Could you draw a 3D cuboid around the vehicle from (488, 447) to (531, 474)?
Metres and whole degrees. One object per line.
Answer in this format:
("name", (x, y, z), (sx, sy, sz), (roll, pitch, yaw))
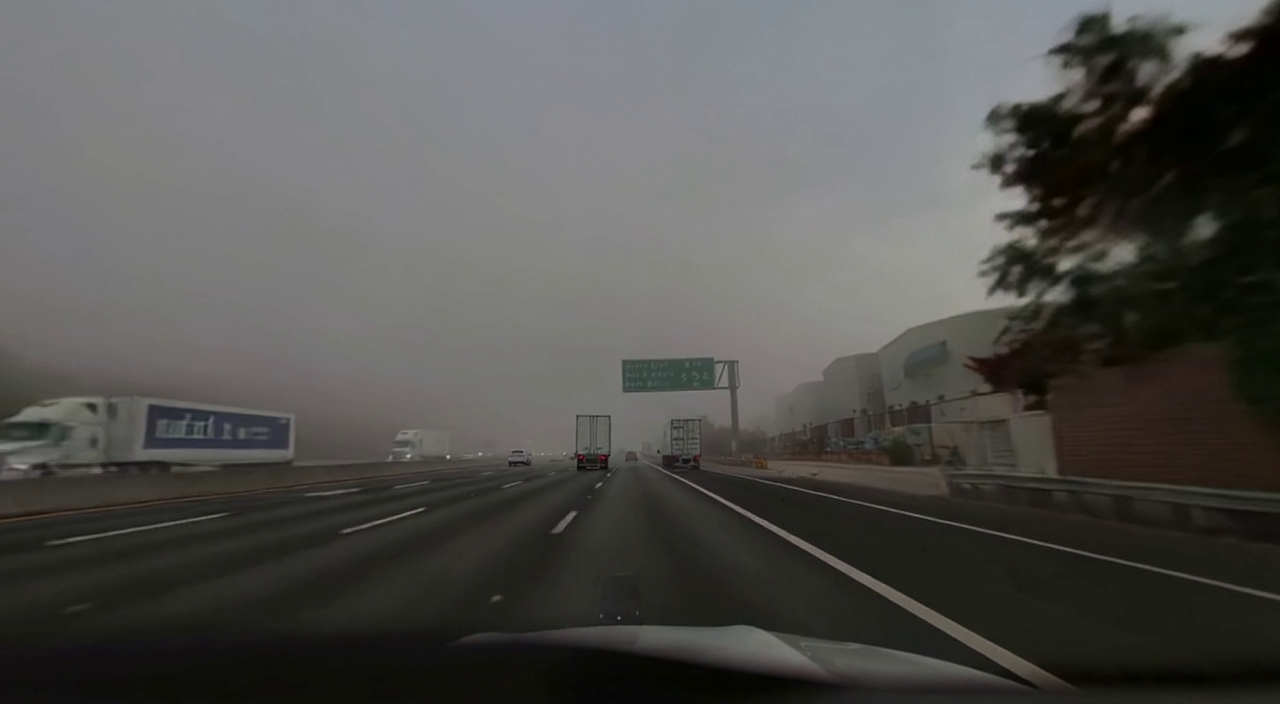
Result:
("vehicle", (-8.665, 7.236, 42.345), (2.132, 1.679, 4.045), (0, -9, -2))

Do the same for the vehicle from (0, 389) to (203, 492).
("vehicle", (-23.349, 3.865, 27.463), (3.008, 3.765, 8.086), (0, -9, -1))
